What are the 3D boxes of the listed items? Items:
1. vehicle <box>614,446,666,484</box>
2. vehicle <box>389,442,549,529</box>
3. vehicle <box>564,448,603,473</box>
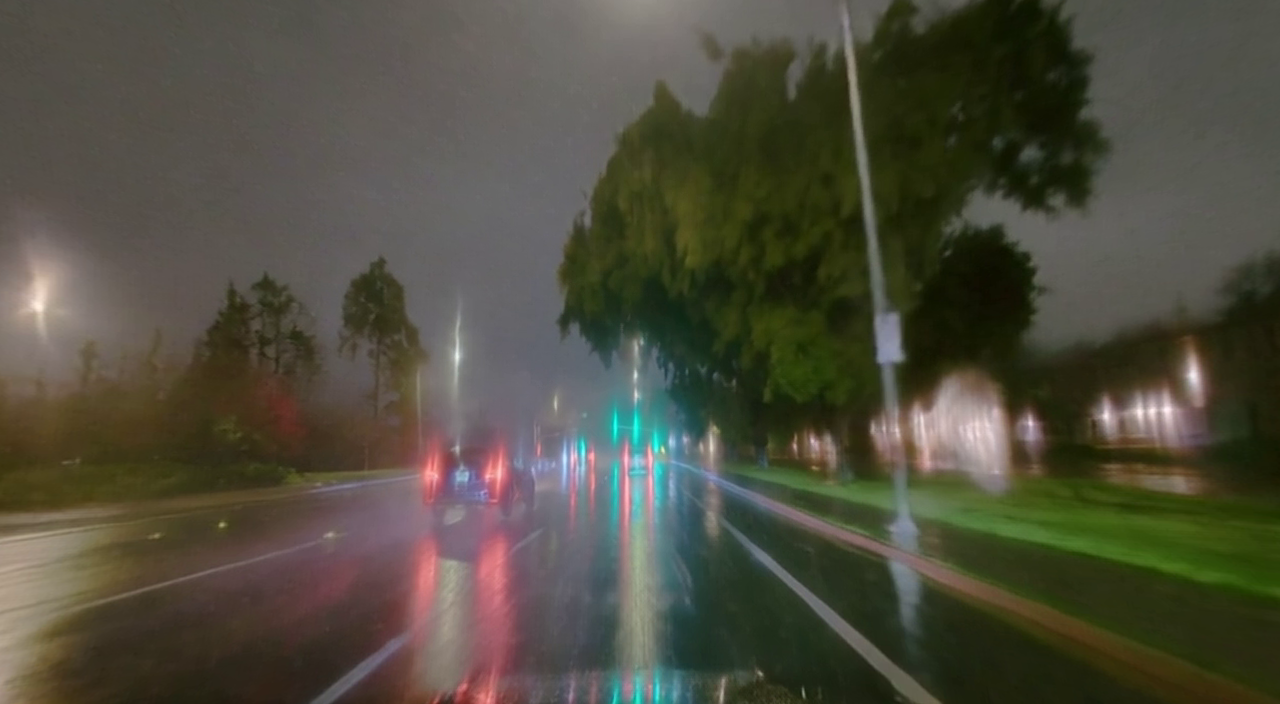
[{"bbox_3d":[-0.016,4.745,26.774,2.065,1.456,4.099,0,-9,0],"label":"vehicle"},{"bbox_3d":[-3.230,2.611,12.959,2.030,1.467,4.403,0,-9,0],"label":"vehicle"},{"bbox_3d":[-3.560,6.868,40.185,2.114,1.500,3.912,0,-9,0],"label":"vehicle"}]
